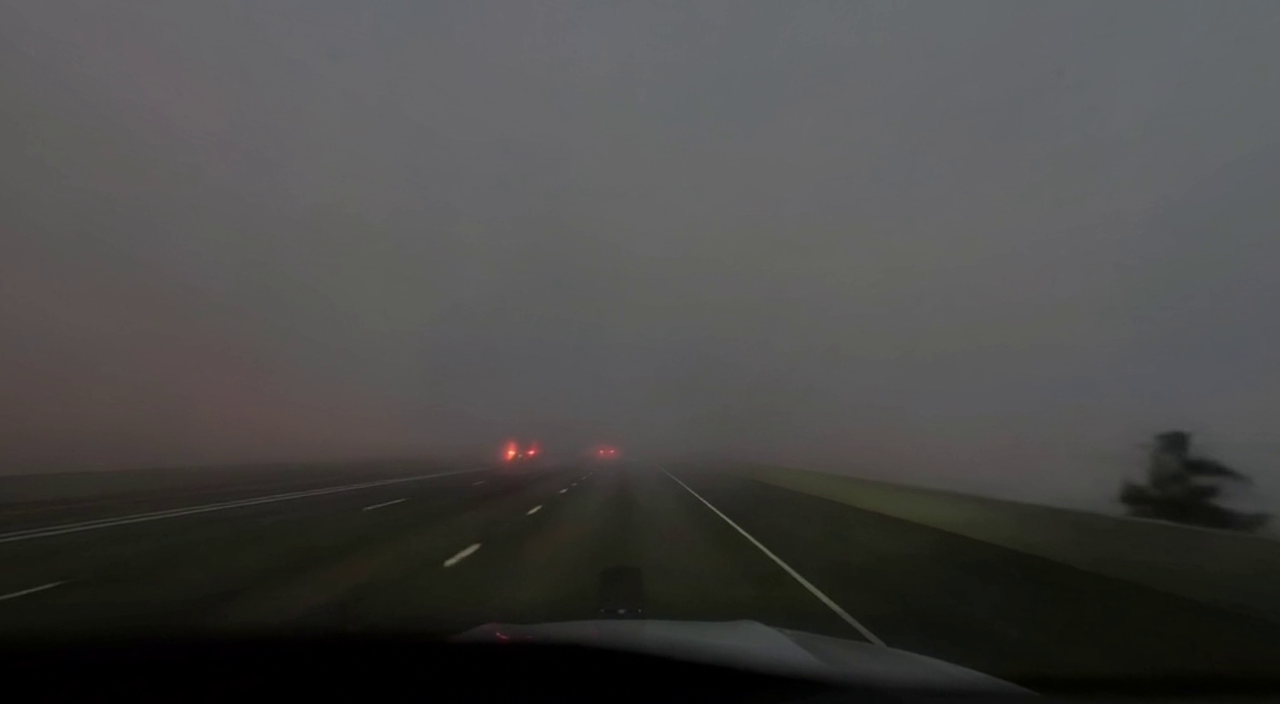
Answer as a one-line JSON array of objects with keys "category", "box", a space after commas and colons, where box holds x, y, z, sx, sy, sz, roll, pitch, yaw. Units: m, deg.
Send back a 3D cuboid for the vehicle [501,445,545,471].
[{"category": "vehicle", "box": [-7.650, 6.968, 41.603, 2.098, 1.606, 4.227, 0, -9, 0]}]
